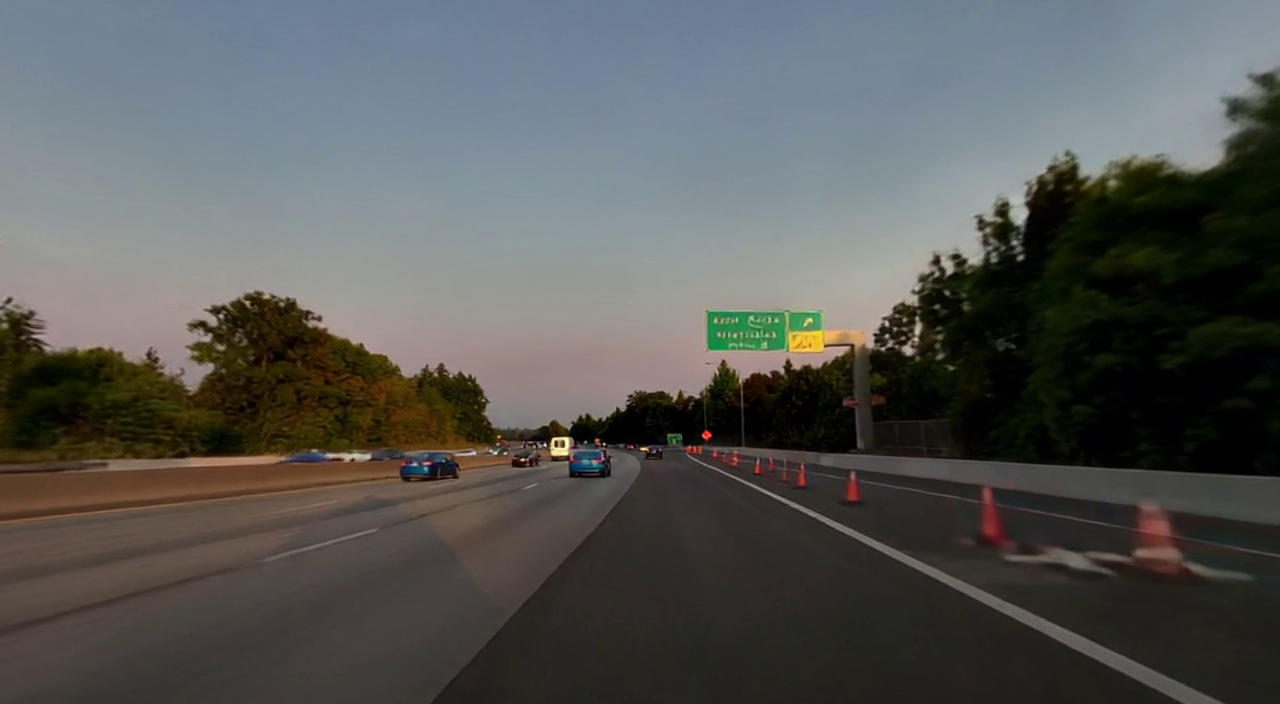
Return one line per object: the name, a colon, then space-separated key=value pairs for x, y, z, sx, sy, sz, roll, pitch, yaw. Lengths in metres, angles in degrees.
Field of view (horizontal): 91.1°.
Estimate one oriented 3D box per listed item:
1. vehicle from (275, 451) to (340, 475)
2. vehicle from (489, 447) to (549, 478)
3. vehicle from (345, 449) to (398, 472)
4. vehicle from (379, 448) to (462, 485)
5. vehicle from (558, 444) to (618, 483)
vehicle: x=-23.118 y=7.740 z=43.829 sx=1.856 sy=1.515 sz=4.674 roll=0 pitch=-8 yaw=1
vehicle: x=-6.095 y=5.612 z=32.137 sx=1.951 sy=1.439 sz=4.633 roll=0 pitch=-8 yaw=2
vehicle: x=-19.410 y=7.847 z=45.595 sx=1.920 sy=1.557 sz=4.235 roll=0 pitch=-8 yaw=2
vehicle: x=-9.666 y=5.023 z=28.024 sx=1.946 sy=1.472 sz=4.472 roll=0 pitch=-8 yaw=2
vehicle: x=-2.058 y=4.597 z=26.195 sx=1.963 sy=1.462 sz=4.681 roll=0 pitch=-8 yaw=2
